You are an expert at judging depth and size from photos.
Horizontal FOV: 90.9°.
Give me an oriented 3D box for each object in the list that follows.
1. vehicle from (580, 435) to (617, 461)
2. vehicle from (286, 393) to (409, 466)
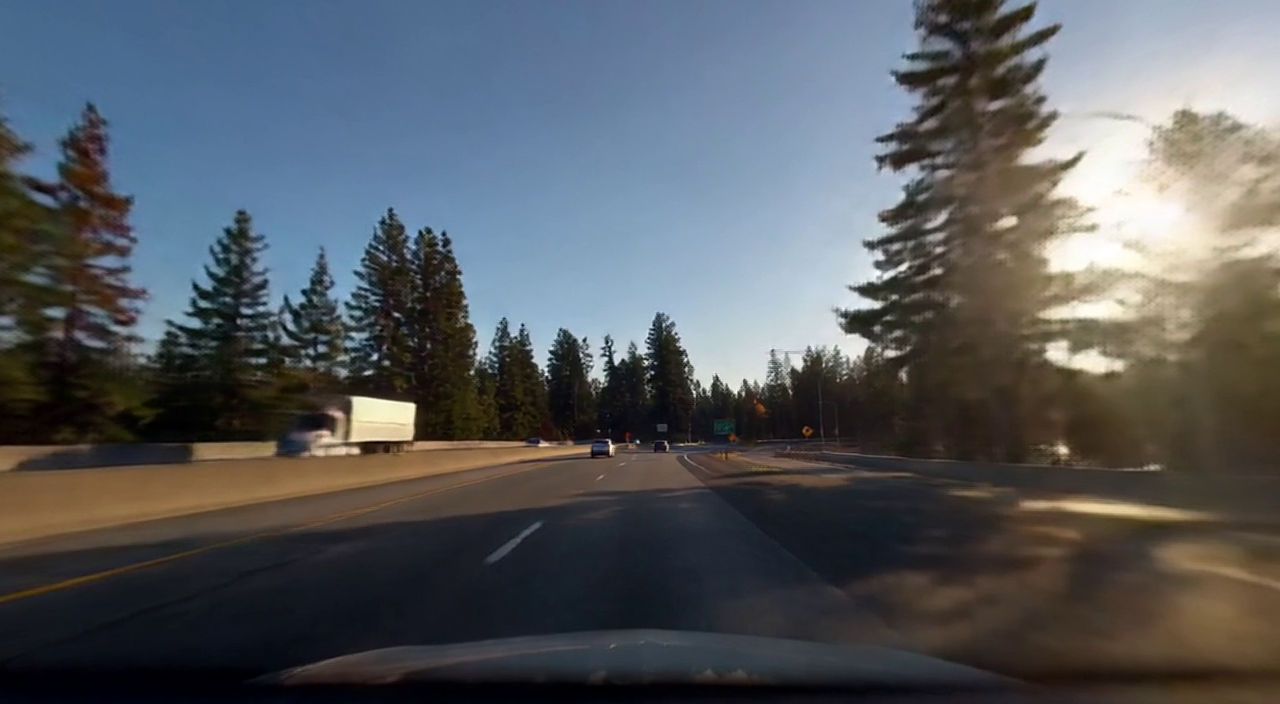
[{"bbox_3d":[-2.983,6.972,45.921,2.129,1.742,4.217,-1,-8,4],"label":"vehicle"},{"bbox_3d":[-17.573,4.839,38.825,2.951,3.934,8.914,-1,-8,2],"label":"vehicle"}]
